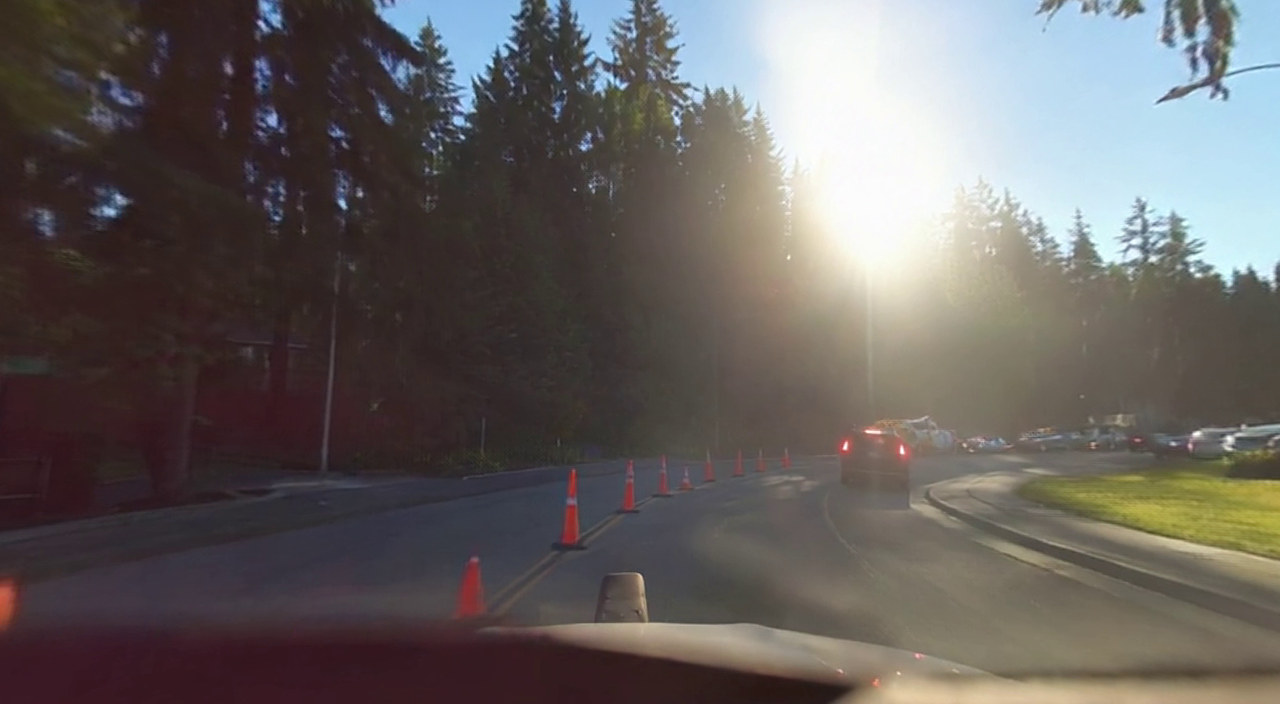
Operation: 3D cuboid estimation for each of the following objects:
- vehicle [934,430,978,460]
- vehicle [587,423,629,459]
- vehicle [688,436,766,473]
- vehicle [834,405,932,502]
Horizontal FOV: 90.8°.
[{"bbox_3d":[20.199,5.888,40.266,2.030,1.774,3.884,-5,-9,31],"label":"vehicle"},{"bbox_3d":[-2.338,6.565,46.699,2.665,2.465,1.532,2,-5,11],"label":"vehicle"},{"bbox_3d":[3.837,4.357,27.194,1.933,1.428,4.449,-4,-9,27],"label":"vehicle"},{"bbox_3d":[6.177,2.565,16.413,1.913,2.241,3.024,-3,-7,14],"label":"vehicle"}]
